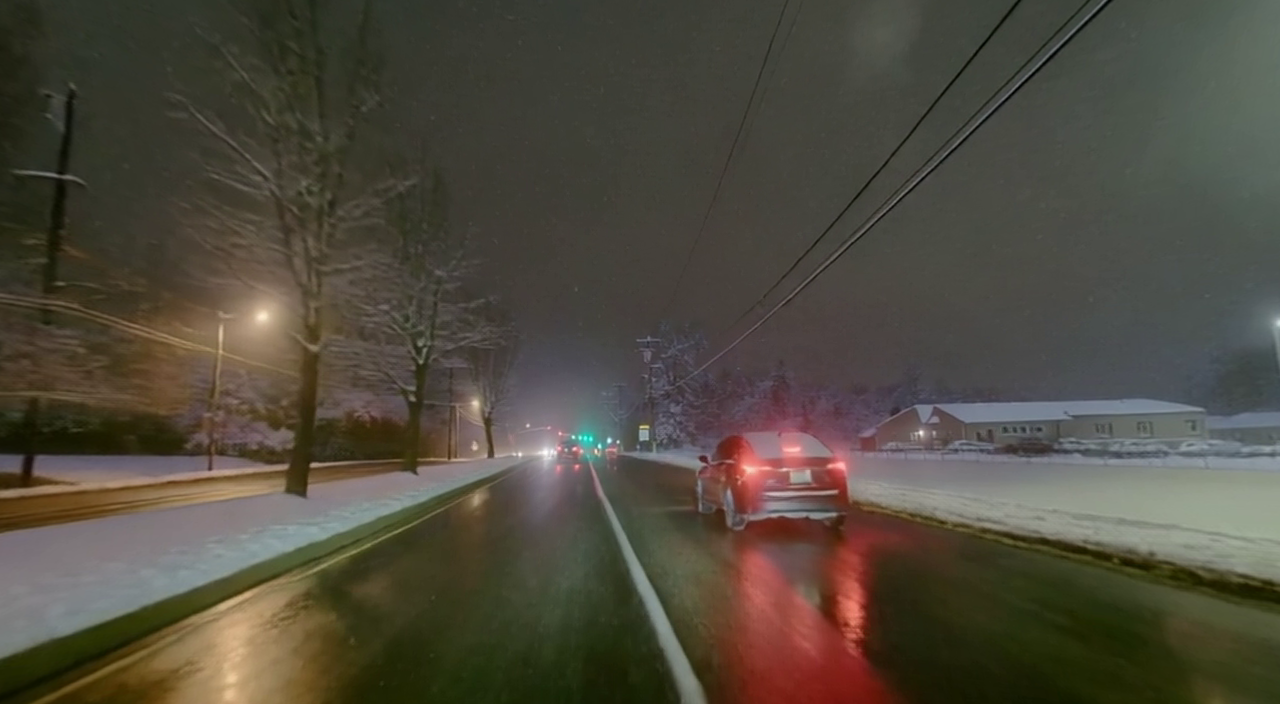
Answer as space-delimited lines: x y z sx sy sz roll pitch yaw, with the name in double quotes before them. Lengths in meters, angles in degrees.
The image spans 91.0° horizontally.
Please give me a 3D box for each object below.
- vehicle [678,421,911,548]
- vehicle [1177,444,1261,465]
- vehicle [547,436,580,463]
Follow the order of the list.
"vehicle" 2.144 2.055 10.554 2.235 1.597 4.918 1 -8 -6
"vehicle" 44.394 7.831 48.401 1.787 1.503 4.608 1 -8 -4
"vehicle" -5.384 6.921 44.755 2.189 1.776 4.342 1 -8 -6
